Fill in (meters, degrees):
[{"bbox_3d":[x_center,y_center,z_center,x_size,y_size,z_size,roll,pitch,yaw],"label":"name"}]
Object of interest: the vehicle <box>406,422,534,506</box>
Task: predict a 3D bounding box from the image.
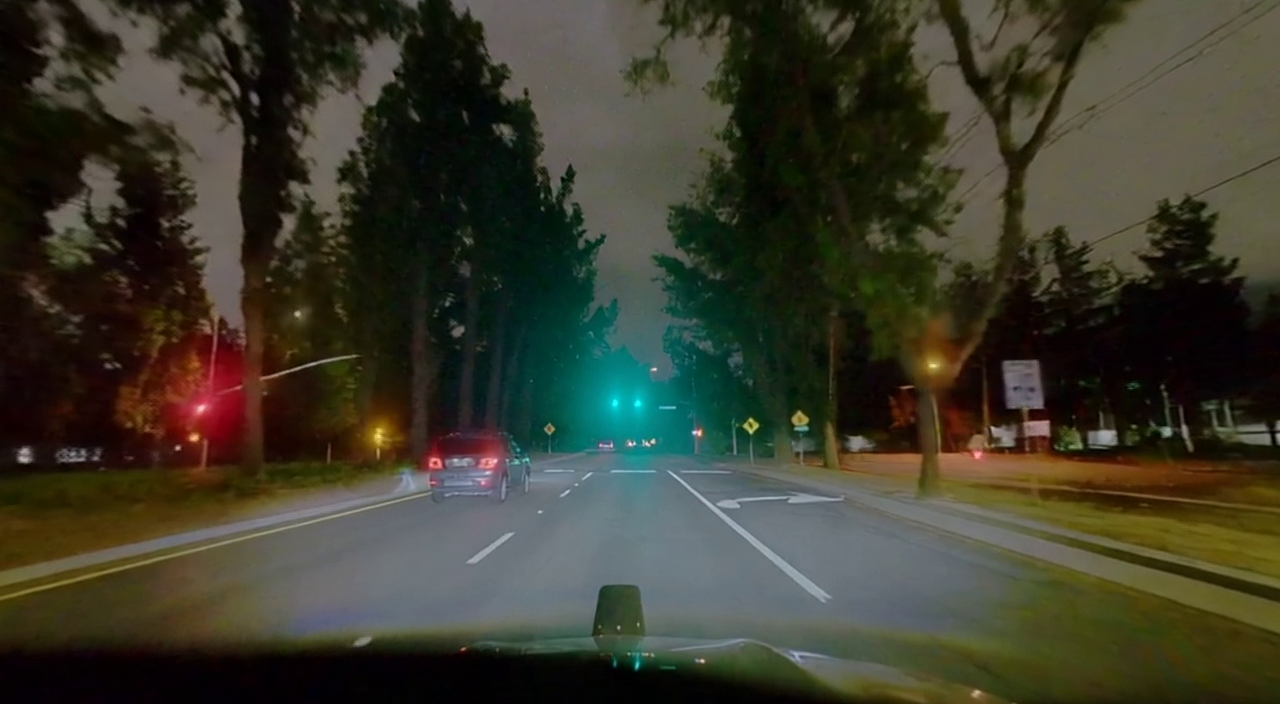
[{"bbox_3d":[-3.957,2.673,15.467,2.018,1.769,3.897,0,-8,0],"label":"vehicle"}]
